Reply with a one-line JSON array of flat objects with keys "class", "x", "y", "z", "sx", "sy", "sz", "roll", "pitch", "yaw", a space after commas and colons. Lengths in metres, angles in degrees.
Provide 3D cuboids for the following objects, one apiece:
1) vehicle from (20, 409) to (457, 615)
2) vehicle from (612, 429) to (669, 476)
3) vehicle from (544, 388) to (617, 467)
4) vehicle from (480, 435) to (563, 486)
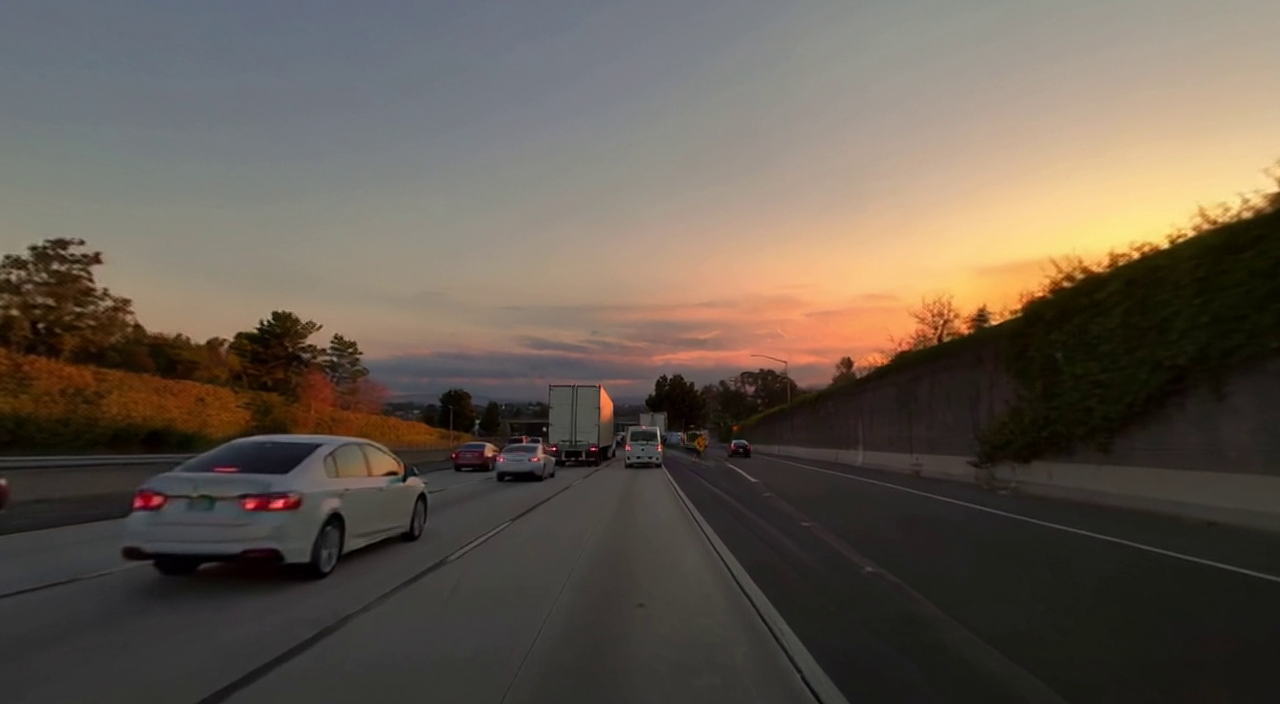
[{"class": "vehicle", "x": -3.779, "y": 1.577, "z": 7.220, "sx": 1.866, "sy": 1.568, "sz": 4.603, "roll": 0, "pitch": -9, "yaw": 2}, {"class": "vehicle", "x": 0.038, "y": 4.375, "z": 27.520, "sx": 2.325, "sy": 1.864, "sz": 4.128, "roll": 0, "pitch": -9, "yaw": 0}, {"class": "vehicle", "x": -3.669, "y": 5.628, "z": 44.178, "sx": 3.348, "sy": 4.469, "sz": 16.443, "roll": 0, "pitch": -9, "yaw": 1}, {"class": "vehicle", "x": -4.046, "y": 3.788, "z": 22.259, "sx": 2.124, "sy": 1.627, "sz": 3.863, "roll": 0, "pitch": -9, "yaw": 1}]
